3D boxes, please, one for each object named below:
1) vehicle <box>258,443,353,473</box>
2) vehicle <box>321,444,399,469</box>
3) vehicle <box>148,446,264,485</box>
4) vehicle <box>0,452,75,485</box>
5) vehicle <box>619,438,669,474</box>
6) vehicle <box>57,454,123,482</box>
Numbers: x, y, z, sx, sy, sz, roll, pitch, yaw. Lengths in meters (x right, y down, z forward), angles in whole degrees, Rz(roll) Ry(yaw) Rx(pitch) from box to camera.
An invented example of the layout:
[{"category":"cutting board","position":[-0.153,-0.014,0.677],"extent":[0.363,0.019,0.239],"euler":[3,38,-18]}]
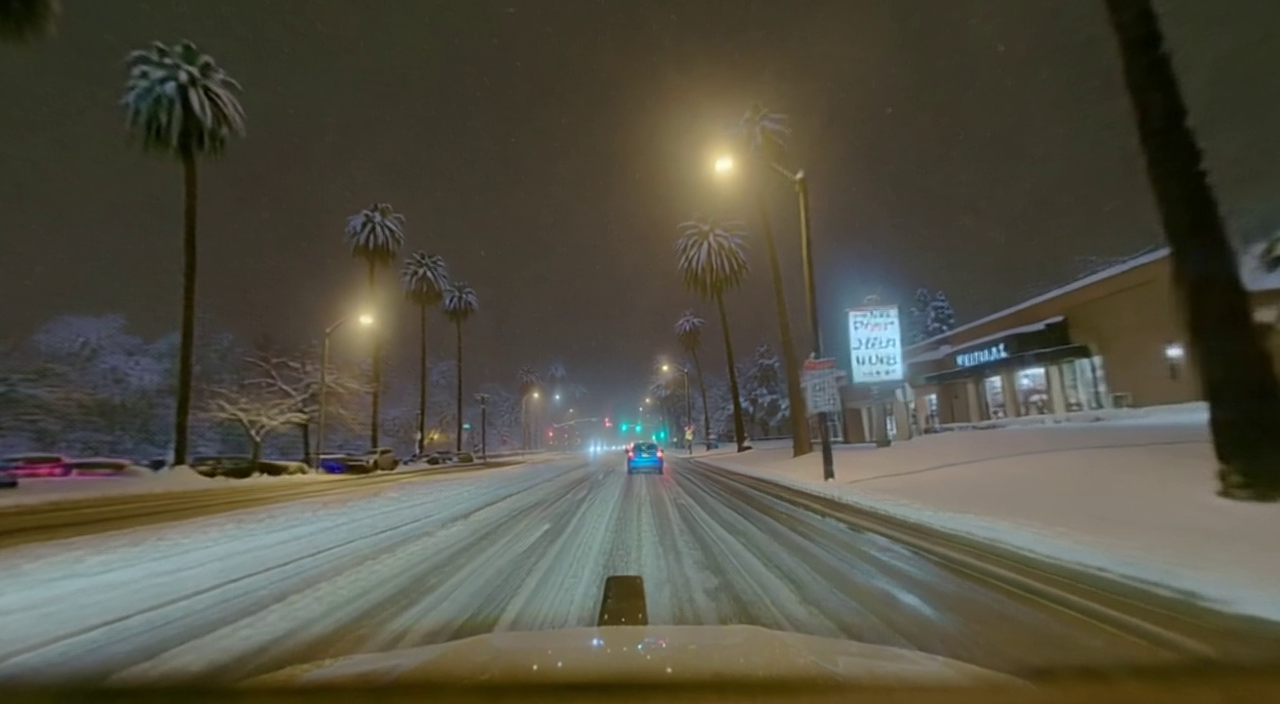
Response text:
[{"category":"vehicle","position":[-22.151,7.053,41.747],"extent":[4.961,1.894,2.256],"euler":[0,-9,-1]},{"category":"vehicle","position":[-21.413,8.001,48.203],"extent":[4.979,1.893,2.084],"euler":[0,-9,-2]},{"category":"vehicle","position":[-22.893,5.968,33.234],"extent":[4.672,1.665,1.957],"euler":[-3,-7,-2]},{"category":"vehicle","position":[-35.167,6.705,36.437],"extent":[4.646,1.779,2.085],"euler":[-5,-10,31]},{"category":"vehicle","position":[0.140,4.741,28.678],"extent":[2.144,1.514,4.063],"euler":[0,-9,-1]},{"category":"vehicle","position":[-34.963,7.324,39.841],"extent":[4.157,1.639,1.955],"euler":[-6,-10,33]}]
